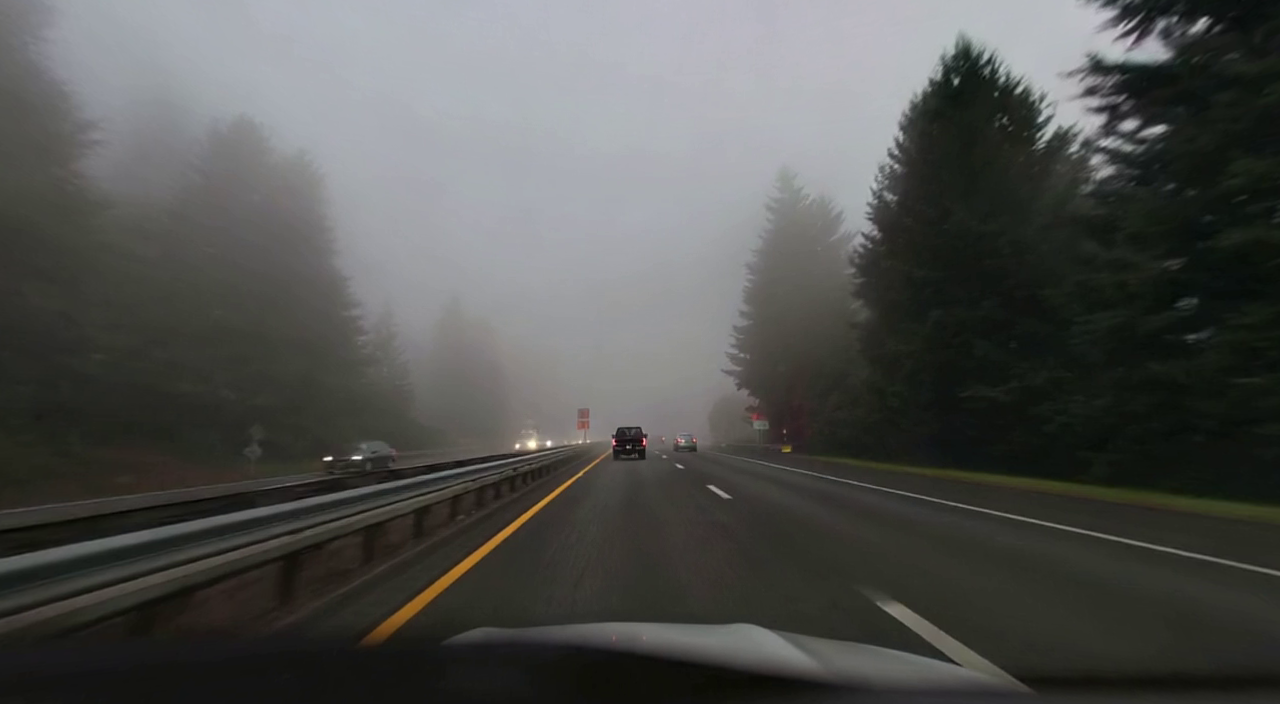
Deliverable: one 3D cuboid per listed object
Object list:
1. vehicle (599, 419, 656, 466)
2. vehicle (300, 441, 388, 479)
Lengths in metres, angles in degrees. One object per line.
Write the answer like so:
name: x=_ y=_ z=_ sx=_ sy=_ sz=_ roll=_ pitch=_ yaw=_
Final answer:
vehicle: x=-0.627 y=4.311 z=30.107 sx=2.503 sy=2.044 sz=4.633 roll=0 pitch=-8 yaw=-1
vehicle: x=-13.335 y=4.863 z=28.699 sx=1.992 sy=1.580 sz=4.205 roll=0 pitch=-8 yaw=0
